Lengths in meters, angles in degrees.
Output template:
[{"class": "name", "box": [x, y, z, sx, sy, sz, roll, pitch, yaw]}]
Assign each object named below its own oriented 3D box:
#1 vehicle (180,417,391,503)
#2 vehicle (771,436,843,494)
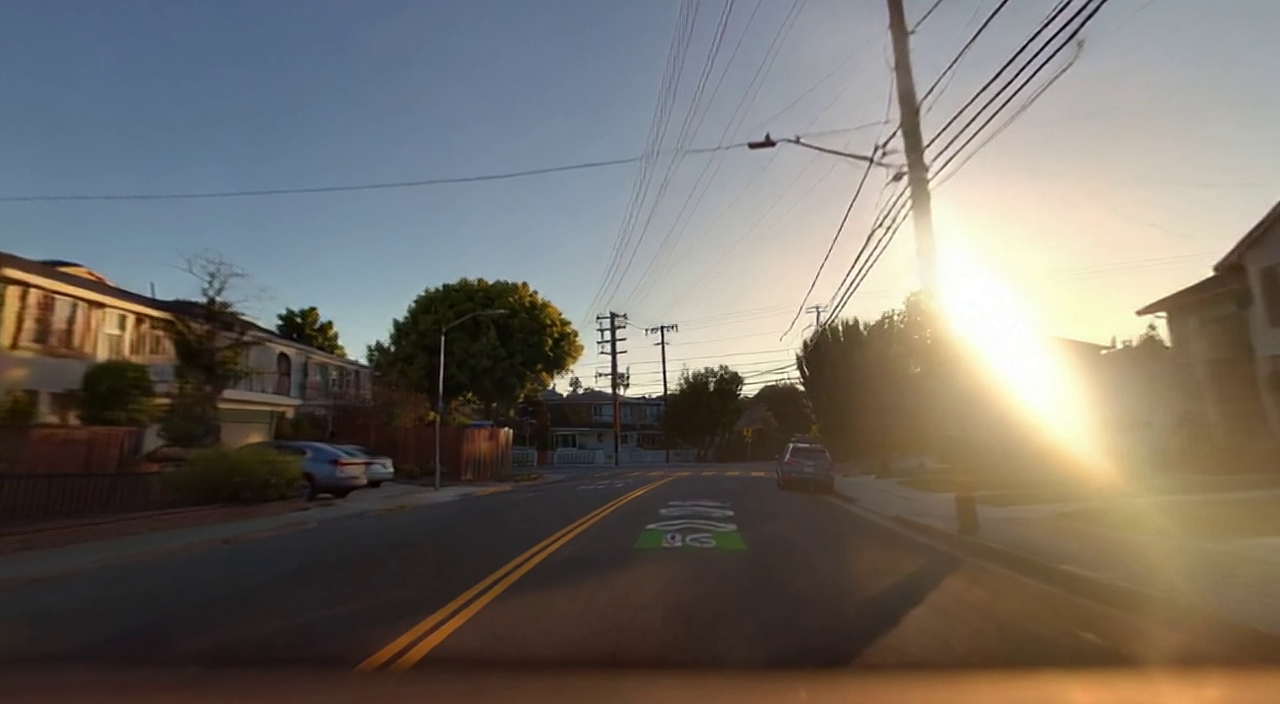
[{"class": "vehicle", "box": [-10.747, 3.267, 19.364, 5.228, 2.041, 2.023, 4, -8, 7]}, {"class": "vehicle", "box": [5.855, 3.989, 22.697, 2.070, 1.847, 4.457, -1, -9, 10]}]
